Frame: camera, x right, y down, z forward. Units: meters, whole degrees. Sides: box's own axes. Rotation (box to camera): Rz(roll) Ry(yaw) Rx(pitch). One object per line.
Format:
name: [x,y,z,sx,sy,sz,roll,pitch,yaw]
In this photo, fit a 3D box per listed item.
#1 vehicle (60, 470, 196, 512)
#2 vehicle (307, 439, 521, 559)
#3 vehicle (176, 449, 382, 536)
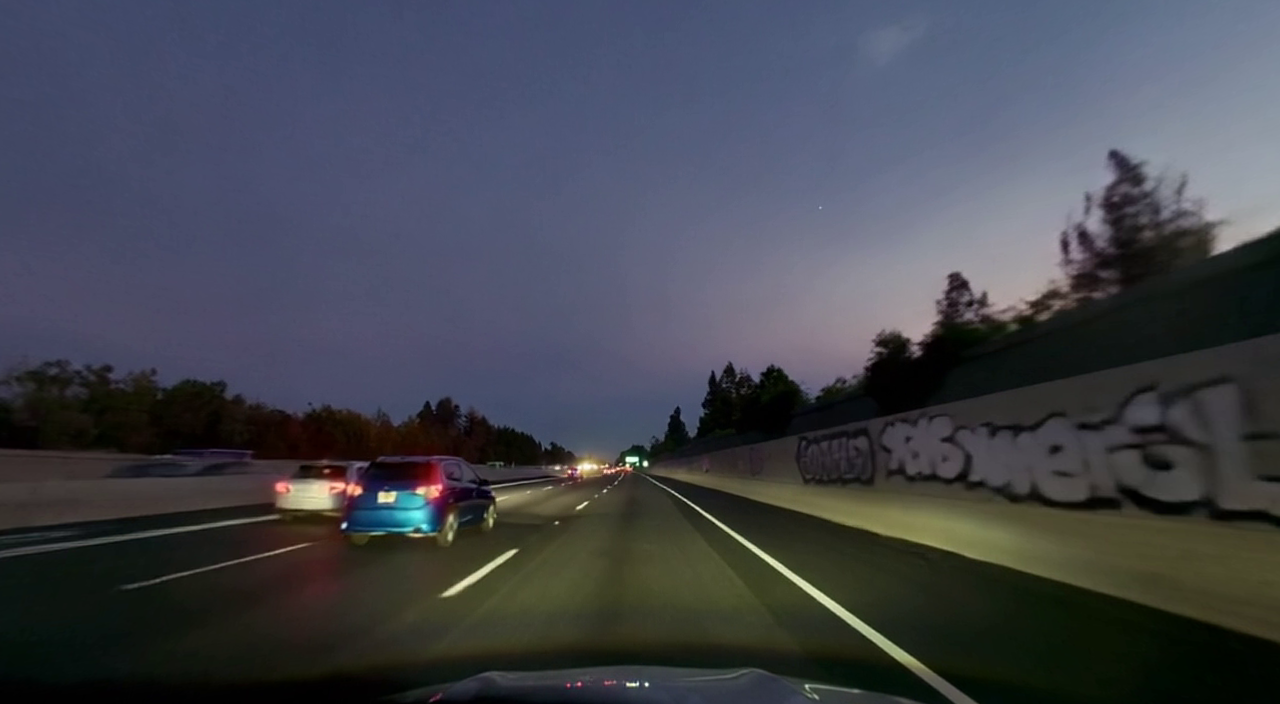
vehicle: [-19.013,5.145,23.666,1.680,1.392,4.007,1,-10,0]
vehicle: [-3.715,2.547,11.452,2.173,1.696,4.462,0,-10,1]
vehicle: [-7.648,3.030,13.967,2.037,1.593,4.151,0,-10,0]
